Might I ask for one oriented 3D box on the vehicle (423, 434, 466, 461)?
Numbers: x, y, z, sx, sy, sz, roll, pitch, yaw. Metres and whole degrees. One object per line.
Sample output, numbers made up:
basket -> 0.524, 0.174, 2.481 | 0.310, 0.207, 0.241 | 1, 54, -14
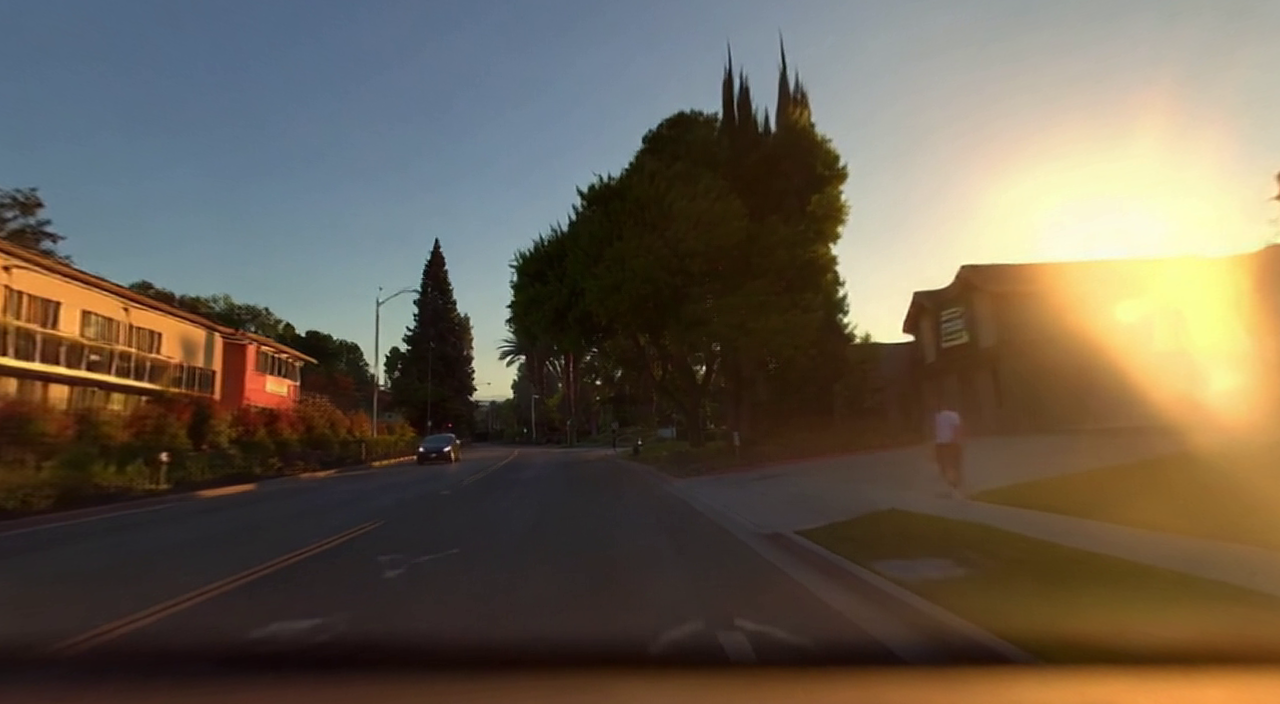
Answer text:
vehicle -> -11.392, 5.550, 36.899 | 1.912, 1.500, 3.772 | 1, -8, -10
